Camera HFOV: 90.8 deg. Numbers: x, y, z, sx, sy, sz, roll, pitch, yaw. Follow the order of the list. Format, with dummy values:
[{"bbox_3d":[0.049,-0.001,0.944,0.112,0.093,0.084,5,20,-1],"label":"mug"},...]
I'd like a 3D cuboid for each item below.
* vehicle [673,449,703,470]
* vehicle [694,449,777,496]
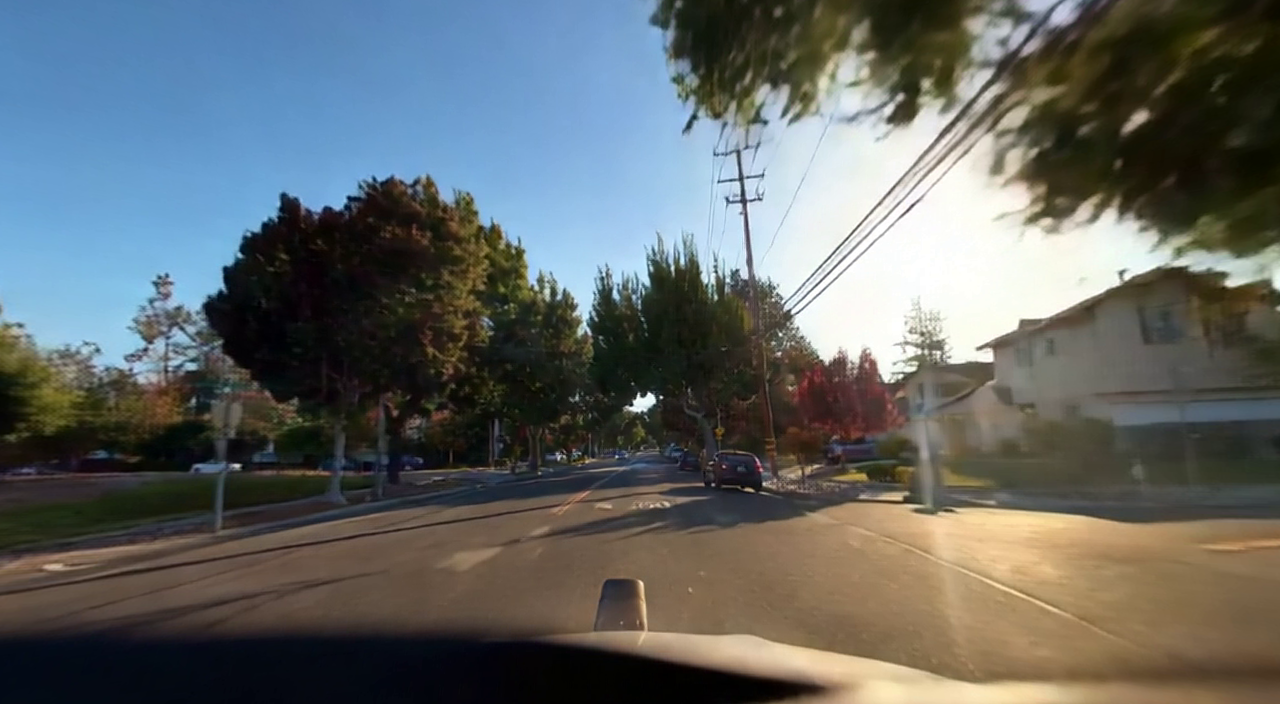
[{"bbox_3d":[3.656,8.274,48.667,1.915,1.491,4.642,0,-9,0],"label":"vehicle"},{"bbox_3d":[3.122,4.039,21.632,1.990,1.435,4.526,0,-9,-2],"label":"vehicle"}]
